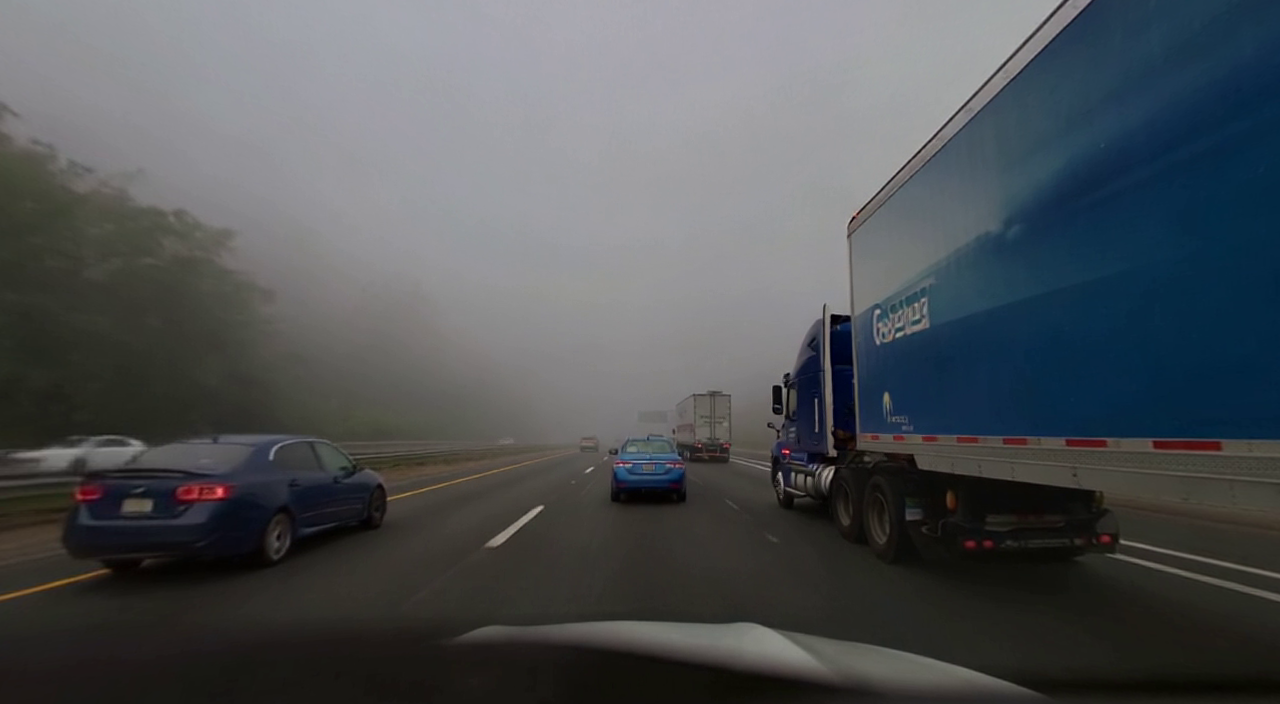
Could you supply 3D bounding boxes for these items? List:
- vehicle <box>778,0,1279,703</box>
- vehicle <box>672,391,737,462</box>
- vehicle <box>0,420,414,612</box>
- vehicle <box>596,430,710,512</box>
[{"bbox_3d":[4.186,0.028,5.203,2.816,4.070,14.136,0,-8,0],"label":"vehicle"},{"bbox_3d":[4.050,5.166,43.037,2.869,4.067,13.731,0,-8,0],"label":"vehicle"},{"bbox_3d":[-4.391,1.551,7.084,2.048,1.452,4.430,0,-8,0],"label":"vehicle"},{"bbox_3d":[0.218,2.365,13.059,2.021,1.435,3.611,0,-8,0],"label":"vehicle"}]
